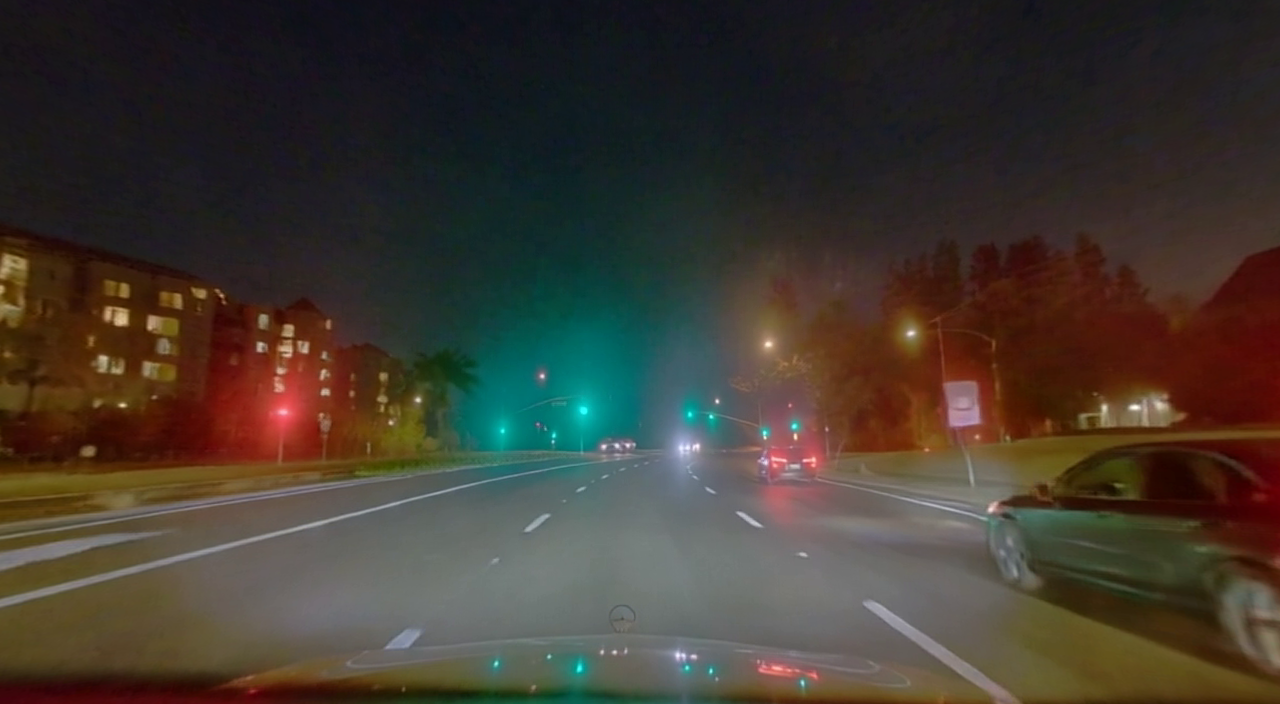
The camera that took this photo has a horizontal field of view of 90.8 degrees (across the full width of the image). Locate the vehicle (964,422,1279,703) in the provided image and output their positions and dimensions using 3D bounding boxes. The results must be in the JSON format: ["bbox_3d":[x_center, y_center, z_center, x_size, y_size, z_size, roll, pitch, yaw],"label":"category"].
[{"bbox_3d":[4.340,1.296,4.570,1.993,1.483,3.821,-1,-8,1],"label":"vehicle"}]

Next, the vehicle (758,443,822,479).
[{"bbox_3d":[6.792,4.965,29.153,2.144,1.473,4.638,-1,-8,4],"label":"vehicle"}]
